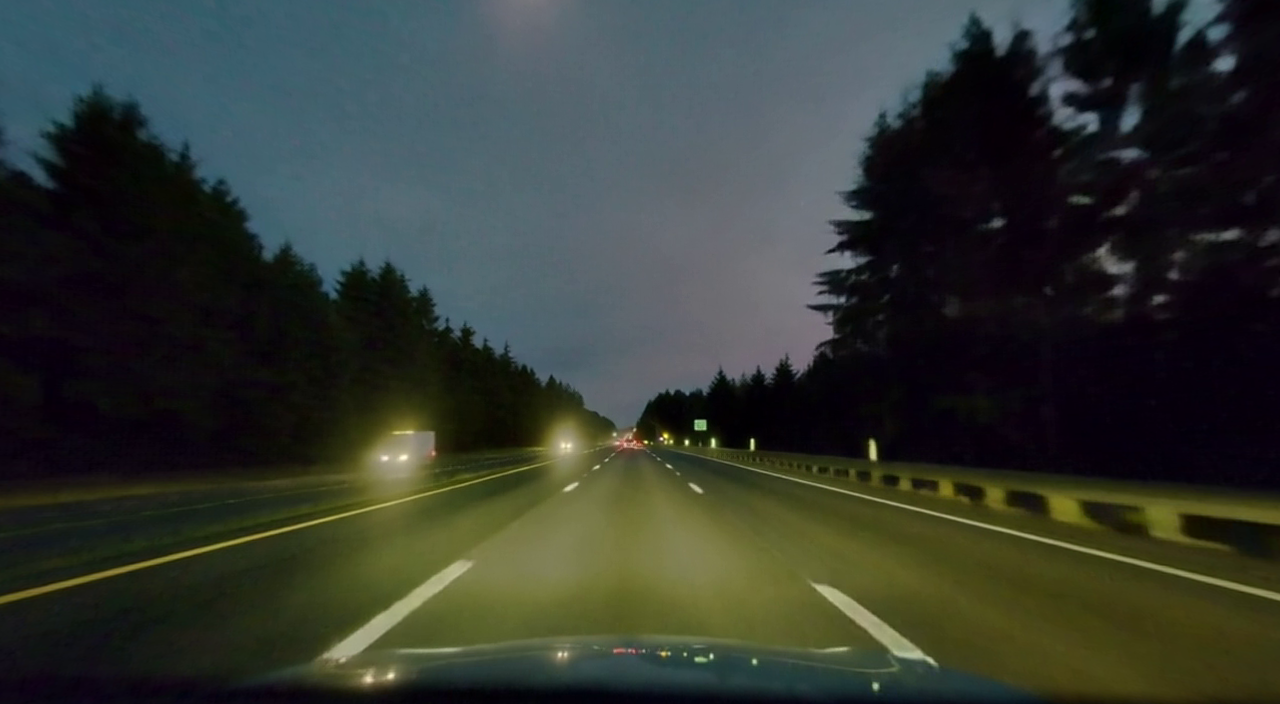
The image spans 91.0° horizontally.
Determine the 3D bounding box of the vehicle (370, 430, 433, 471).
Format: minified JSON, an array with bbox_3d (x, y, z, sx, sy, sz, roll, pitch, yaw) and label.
[{"bbox_3d":[-17.047,7.055,45.351,2.274,2.678,5.688,0,-8,-1],"label":"vehicle"}]
